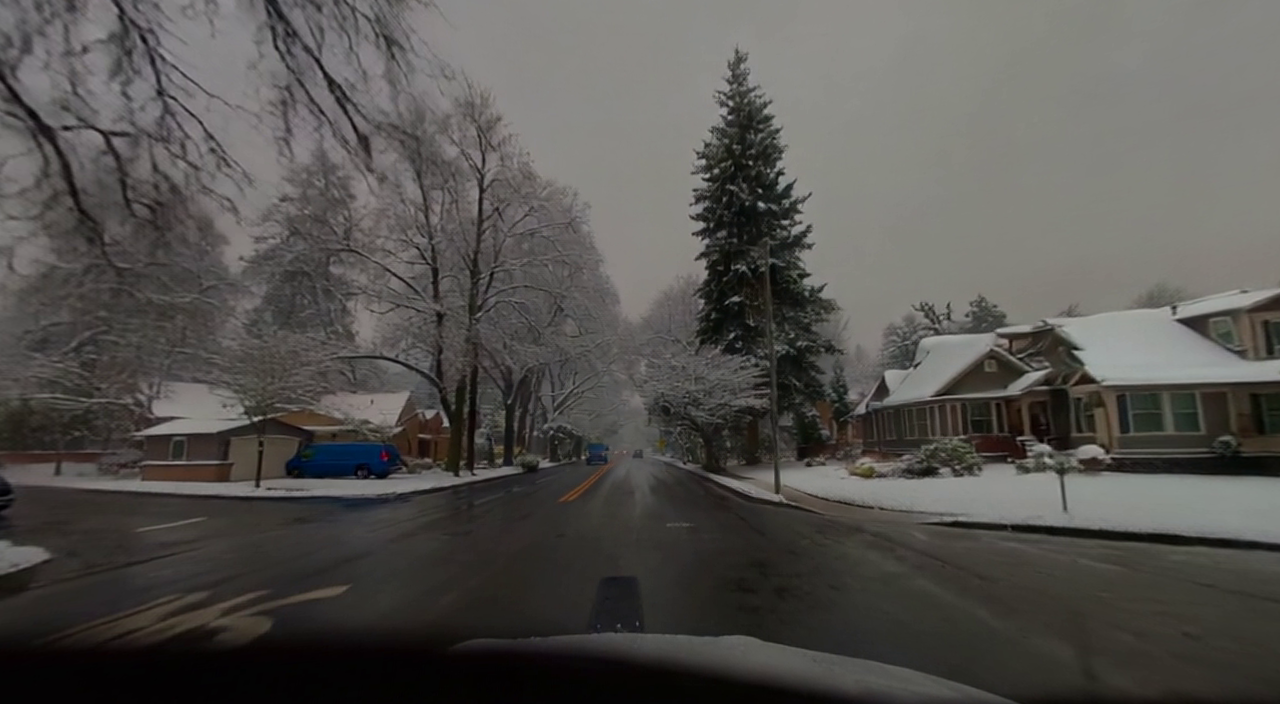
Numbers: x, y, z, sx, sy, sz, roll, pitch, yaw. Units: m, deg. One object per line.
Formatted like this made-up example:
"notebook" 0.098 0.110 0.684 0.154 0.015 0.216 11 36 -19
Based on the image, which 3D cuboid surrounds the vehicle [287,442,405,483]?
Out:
"vehicle" -14.427 5.419 31.300 2.145 1.839 4.837 -6 -10 33
